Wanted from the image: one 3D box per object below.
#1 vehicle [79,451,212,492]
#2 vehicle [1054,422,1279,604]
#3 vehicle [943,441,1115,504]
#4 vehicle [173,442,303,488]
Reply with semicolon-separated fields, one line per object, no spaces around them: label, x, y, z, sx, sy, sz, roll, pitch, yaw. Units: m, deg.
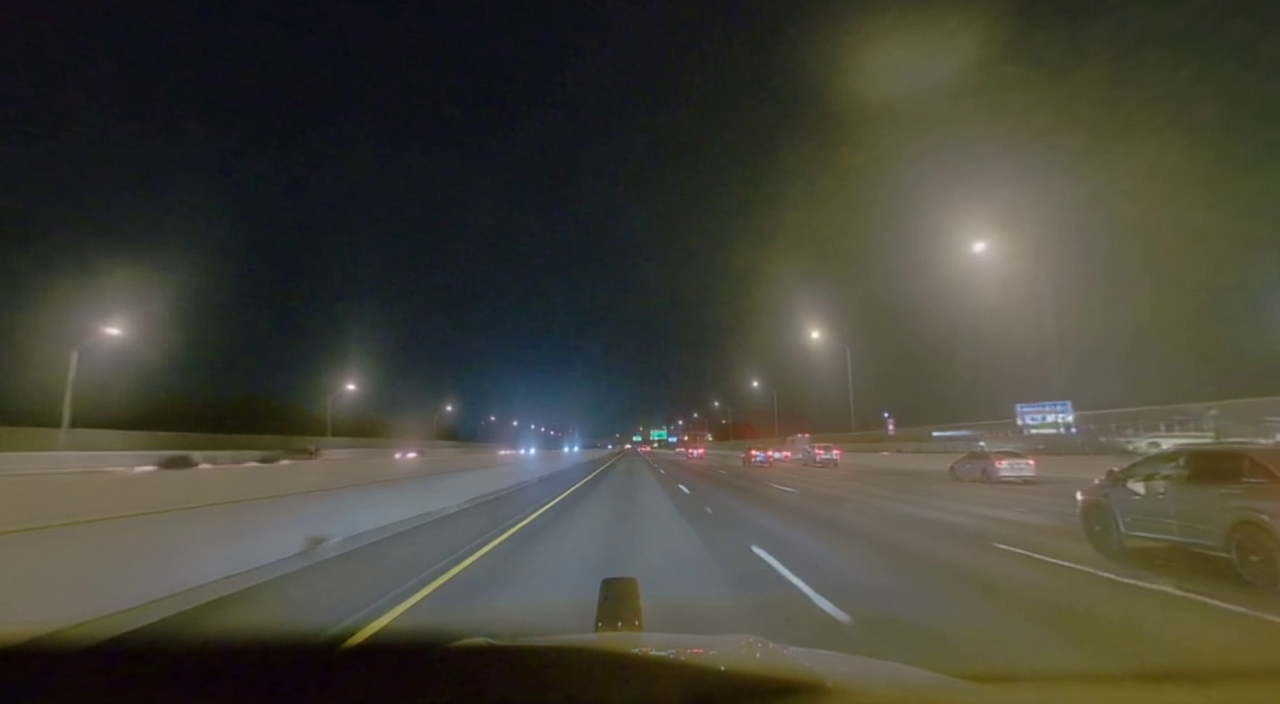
vehicle;-19.977;4.803;25.814;1.934;1.509;4.361;0;-9;-1
vehicle;6.149;1.380;5.573;1.821;1.470;4.633;0;-9;-1
vehicle;9.926;3.075;16.582;1.836;1.418;4.132;0;-9;-1
vehicle;-16.239;4.566;25.915;2.109;1.703;4.910;0;-9;-1
